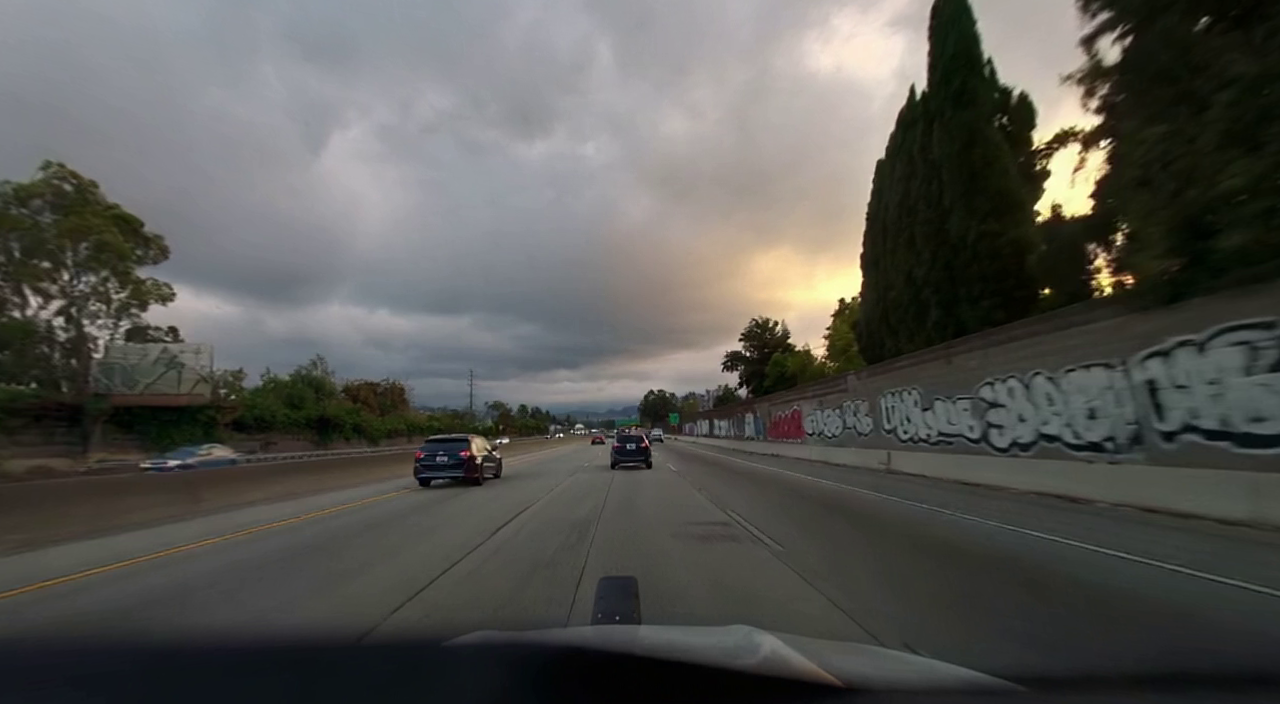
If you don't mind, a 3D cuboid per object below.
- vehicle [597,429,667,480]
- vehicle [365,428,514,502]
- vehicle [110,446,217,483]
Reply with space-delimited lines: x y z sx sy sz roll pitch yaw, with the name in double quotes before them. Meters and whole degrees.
"vehicle" -0.287 3.232 20.238 2.044 1.477 3.693 0 -8 -2
"vehicle" -4.418 2.534 14.726 2.022 1.440 4.491 0 -8 0
"vehicle" -20.771 4.895 27.659 1.852 1.443 3.678 0 -8 -1
